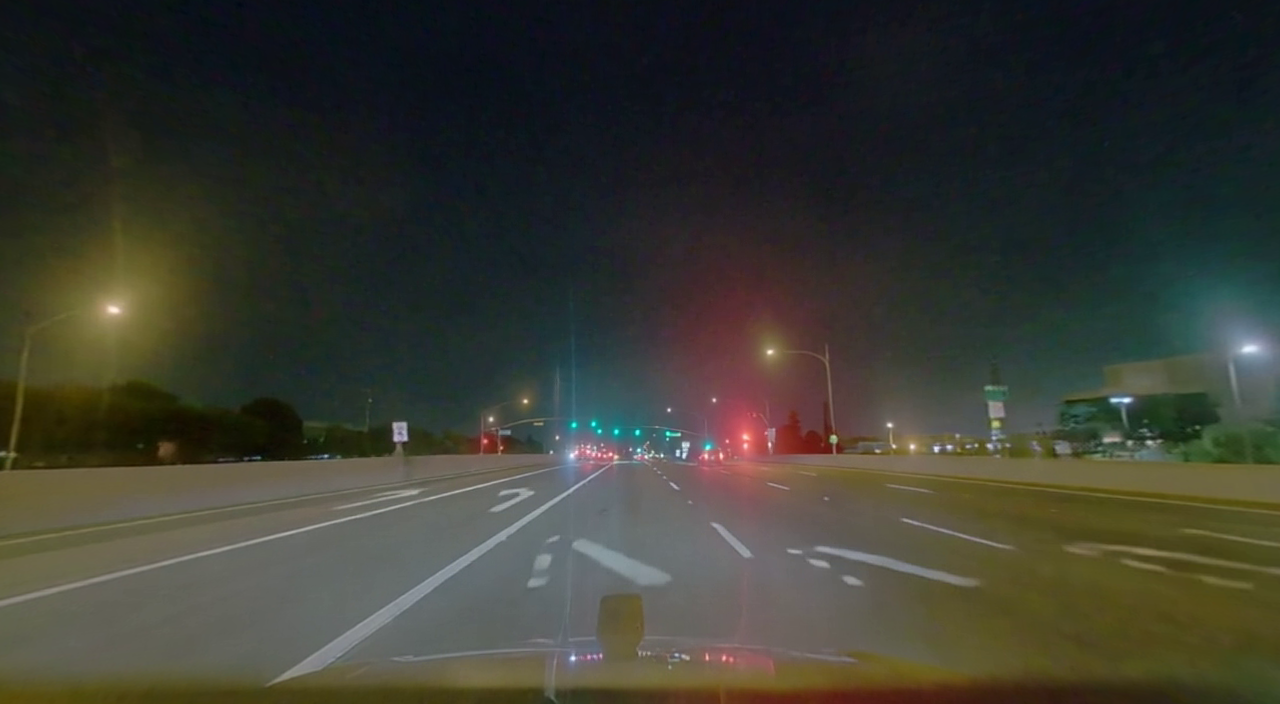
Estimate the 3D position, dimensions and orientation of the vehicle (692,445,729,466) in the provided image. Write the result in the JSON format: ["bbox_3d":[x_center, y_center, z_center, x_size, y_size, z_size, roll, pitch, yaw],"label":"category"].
[{"bbox_3d":[5.312,7.913,48.388,2.187,1.475,4.529,0,-9,-2],"label":"vehicle"}]
